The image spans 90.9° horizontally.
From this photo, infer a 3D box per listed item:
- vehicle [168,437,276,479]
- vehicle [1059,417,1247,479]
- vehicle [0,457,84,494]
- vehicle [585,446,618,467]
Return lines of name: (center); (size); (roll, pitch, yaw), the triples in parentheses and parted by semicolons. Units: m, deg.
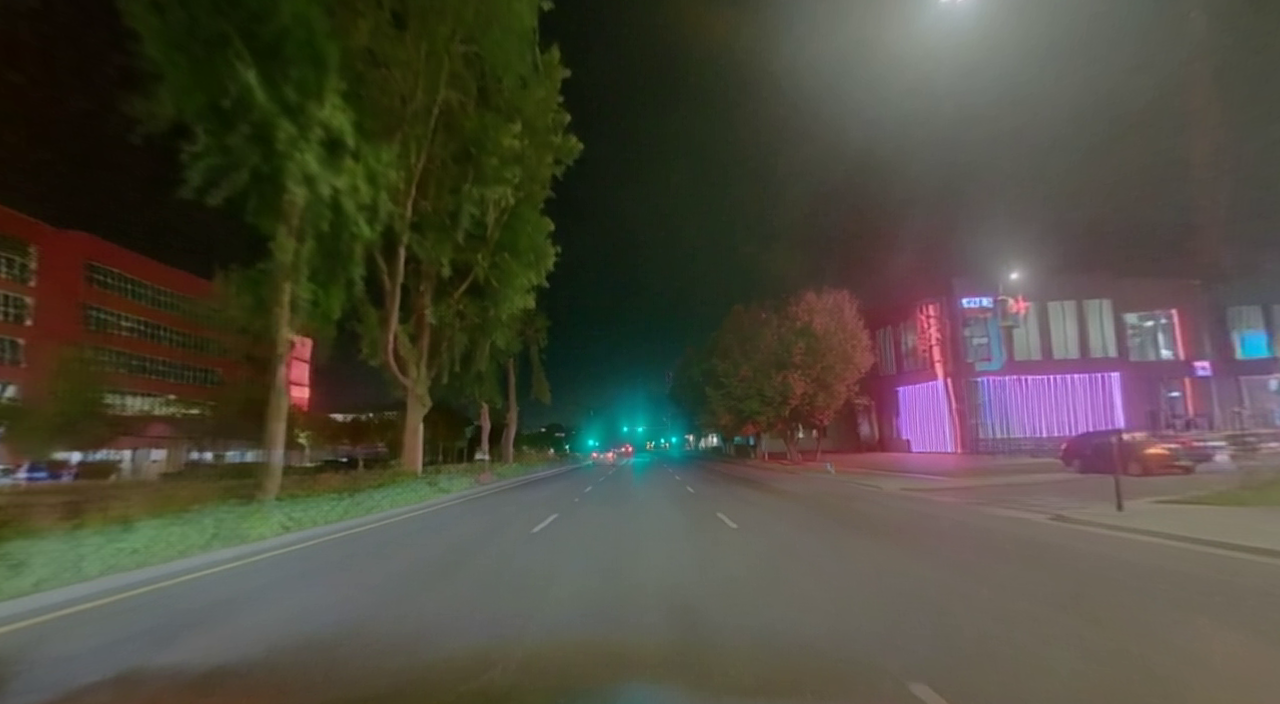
vehicle: (-29.606, 7.502, 44.791); (5.890, 2.815, 2.228); (0, -8, -2)
vehicle: (16.878, 3.215, 21.195); (2.038, 1.827, 4.870); (0, -8, -2)
vehicle: (-31.545, 6.351, 32.665); (1.830, 1.663, 4.166); (1, -8, -6)
vehicle: (-2.841, 7.820, 47.305); (2.082, 1.460, 4.442); (0, -8, 1)
